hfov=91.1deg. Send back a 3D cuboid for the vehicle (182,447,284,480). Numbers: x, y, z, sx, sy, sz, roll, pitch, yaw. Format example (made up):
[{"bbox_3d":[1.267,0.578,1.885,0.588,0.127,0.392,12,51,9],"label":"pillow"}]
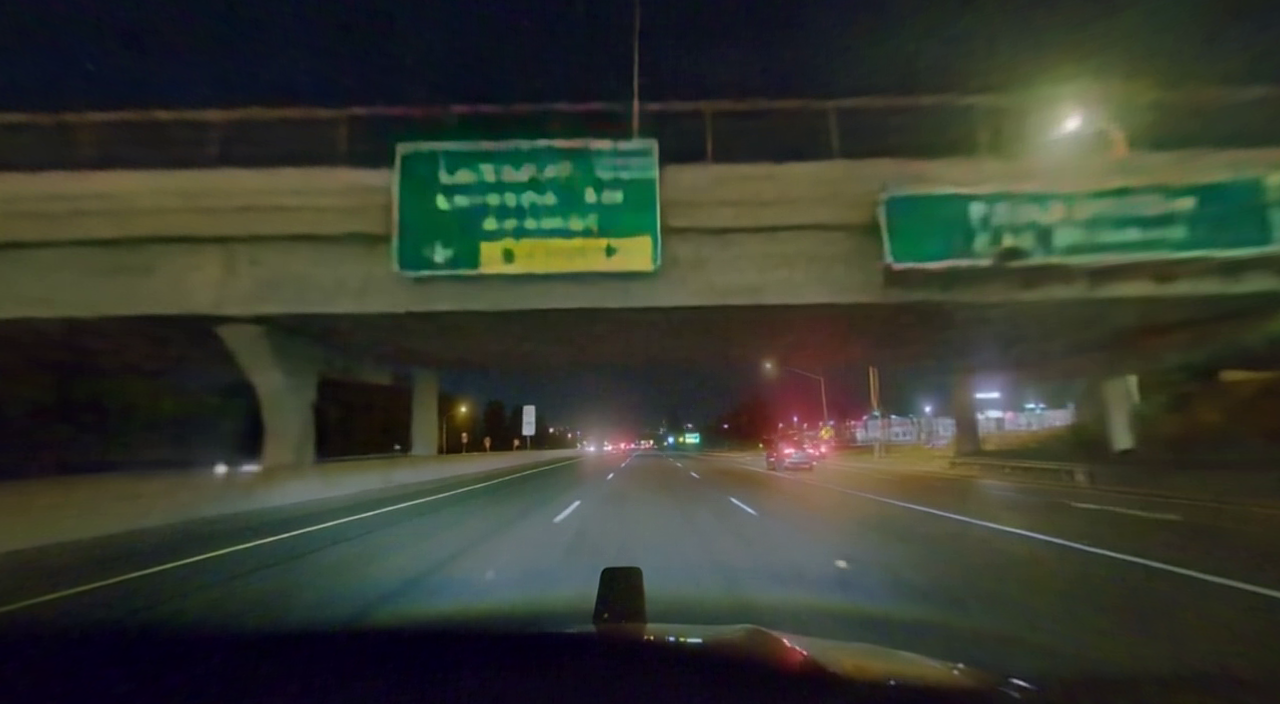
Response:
[{"bbox_3d":[-20.420,5.566,31.761,1.913,1.511,4.746,0,-8,1],"label":"vehicle"}]
